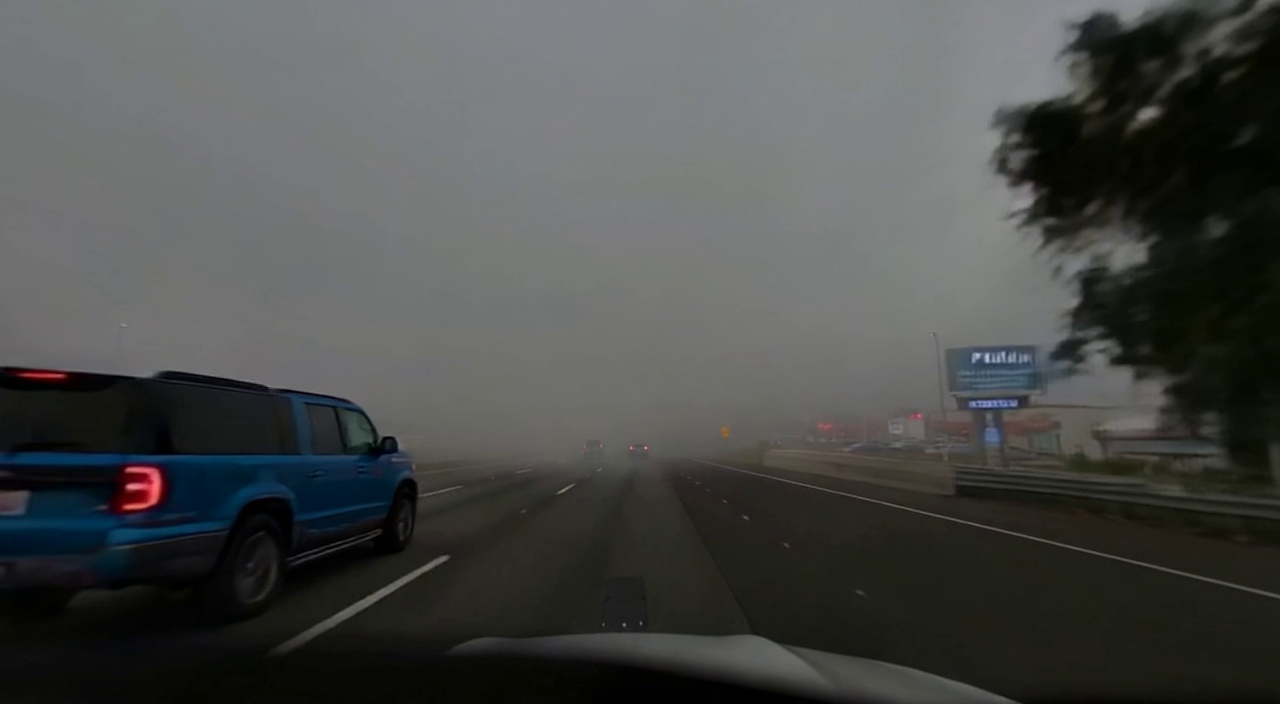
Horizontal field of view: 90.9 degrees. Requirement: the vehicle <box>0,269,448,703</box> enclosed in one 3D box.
[{"bbox_3d":[-3.945,1.094,5.935,2.352,2.209,5.802,0,-8,1],"label":"vehicle"}]
